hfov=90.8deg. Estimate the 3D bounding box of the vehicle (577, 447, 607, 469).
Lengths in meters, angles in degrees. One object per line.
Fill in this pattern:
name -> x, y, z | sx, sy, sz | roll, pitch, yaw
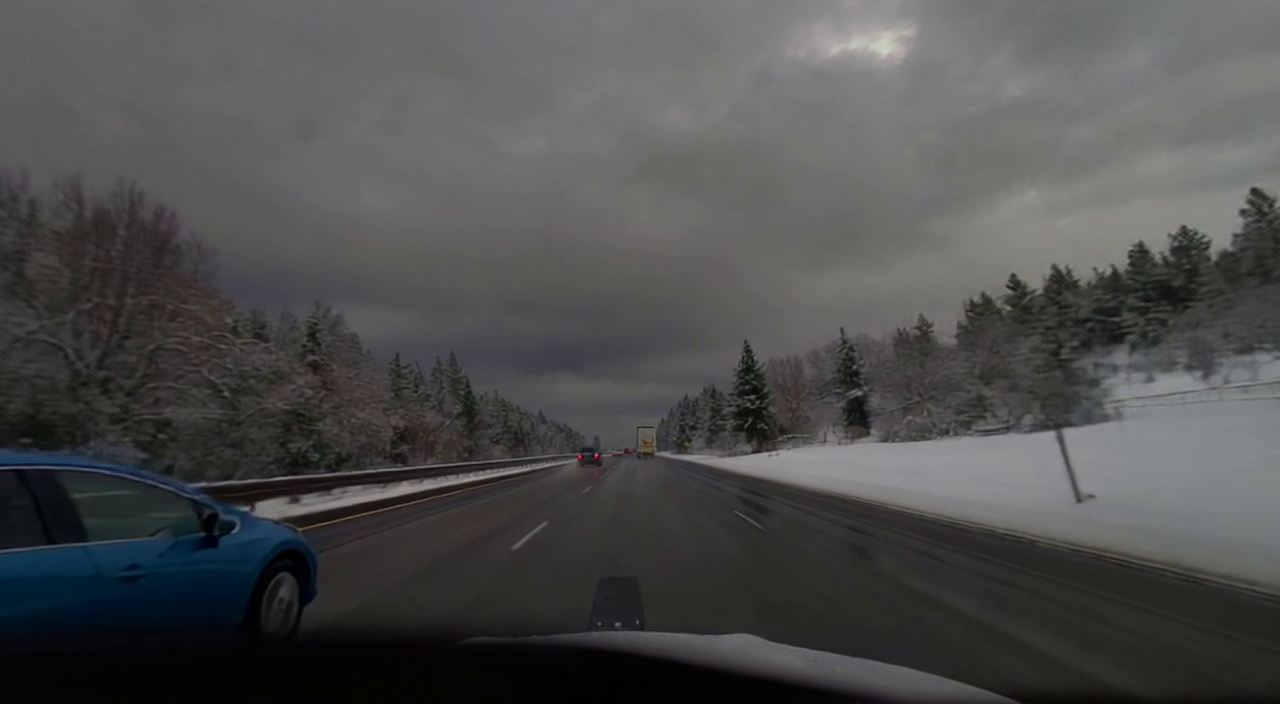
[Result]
vehicle -> -3.577, 7.954, 47.273 | 2.018, 1.548, 3.849 | 0, -9, -1
